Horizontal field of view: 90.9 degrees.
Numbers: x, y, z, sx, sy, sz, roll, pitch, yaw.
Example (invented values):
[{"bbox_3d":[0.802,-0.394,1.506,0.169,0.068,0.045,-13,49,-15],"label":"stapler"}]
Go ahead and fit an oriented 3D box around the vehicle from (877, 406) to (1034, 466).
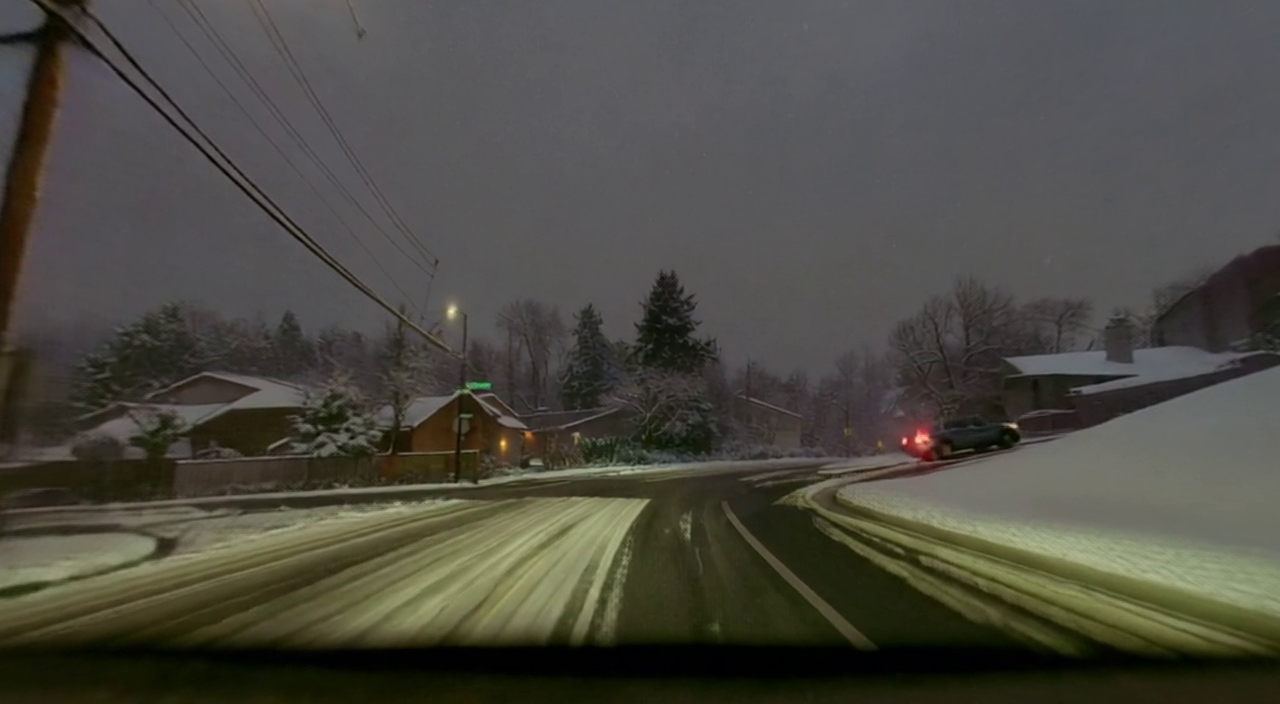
[{"bbox_3d":[12.024,3.240,24.179,4.810,1.732,2.176,-4,-10,-12],"label":"vehicle"}]
